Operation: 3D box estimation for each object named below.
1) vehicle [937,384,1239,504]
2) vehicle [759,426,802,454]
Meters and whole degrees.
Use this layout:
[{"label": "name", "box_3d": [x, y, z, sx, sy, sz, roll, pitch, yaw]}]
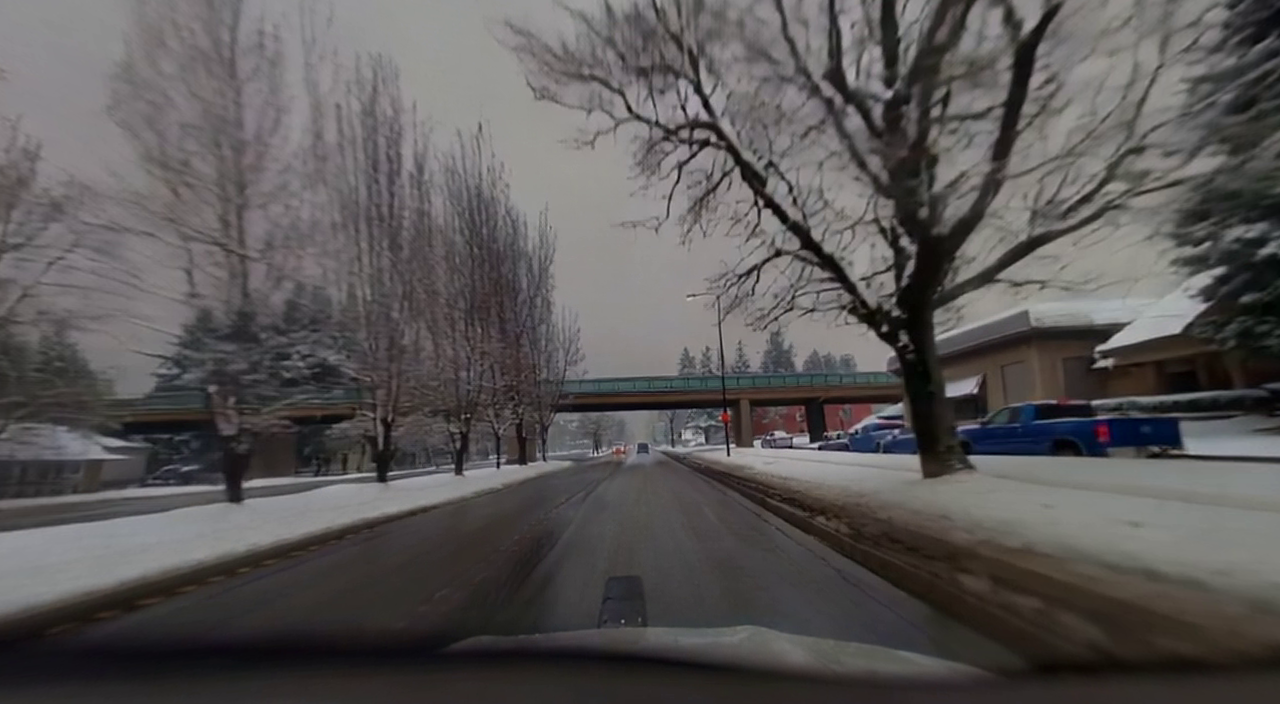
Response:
[{"label": "vehicle", "box_3d": [10.259, 2.267, 15.493, 2.445, 2.272, 6.461, -1, -8, -2]}, {"label": "vehicle", "box_3d": [11.091, 7.058, 49.988, 2.244, 1.866, 4.603, -6, -9, 0]}]
